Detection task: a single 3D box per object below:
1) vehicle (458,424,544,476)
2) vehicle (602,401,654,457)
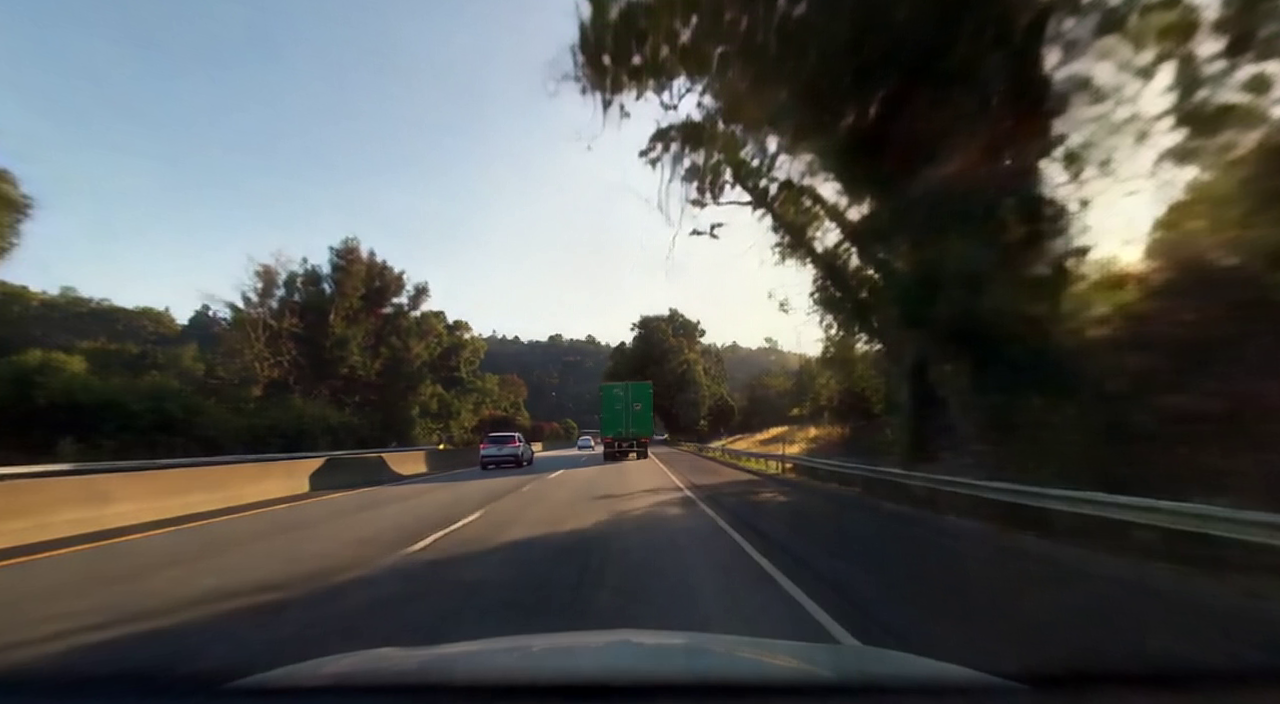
[{"bbox_3d":[-4.958,3.564,23.216,2.138,1.697,4.587,0,-8,0],"label":"vehicle"},{"bbox_3d":[-0.564,3.491,28.491,2.319,2.461,1.270,1,-8,-3],"label":"vehicle"}]
